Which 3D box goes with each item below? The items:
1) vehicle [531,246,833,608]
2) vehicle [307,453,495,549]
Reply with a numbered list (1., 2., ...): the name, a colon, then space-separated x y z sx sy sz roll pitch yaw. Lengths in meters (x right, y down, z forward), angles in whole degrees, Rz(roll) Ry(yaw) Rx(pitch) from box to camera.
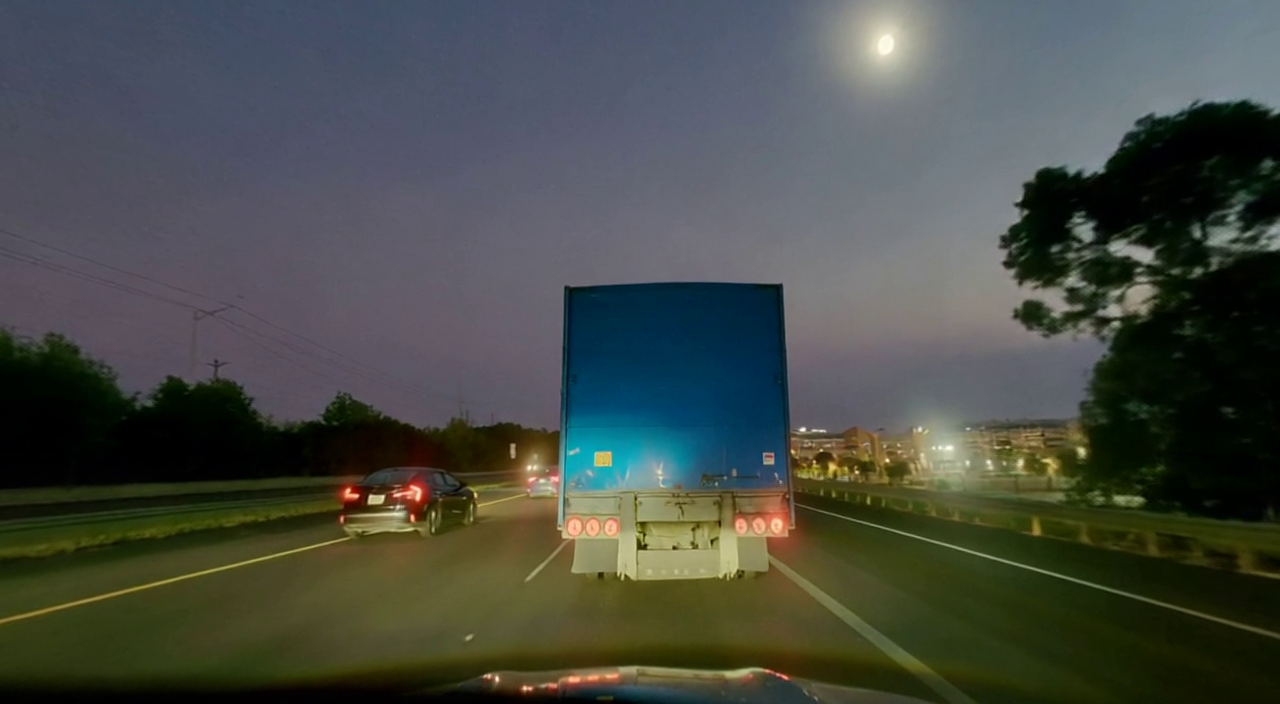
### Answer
1. vehicle: 0.599 1.434 10.504 2.831 3.529 8.689 0 -11 3
2. vehicle: -4.306 2.785 12.265 1.891 1.469 4.431 1 -11 0
